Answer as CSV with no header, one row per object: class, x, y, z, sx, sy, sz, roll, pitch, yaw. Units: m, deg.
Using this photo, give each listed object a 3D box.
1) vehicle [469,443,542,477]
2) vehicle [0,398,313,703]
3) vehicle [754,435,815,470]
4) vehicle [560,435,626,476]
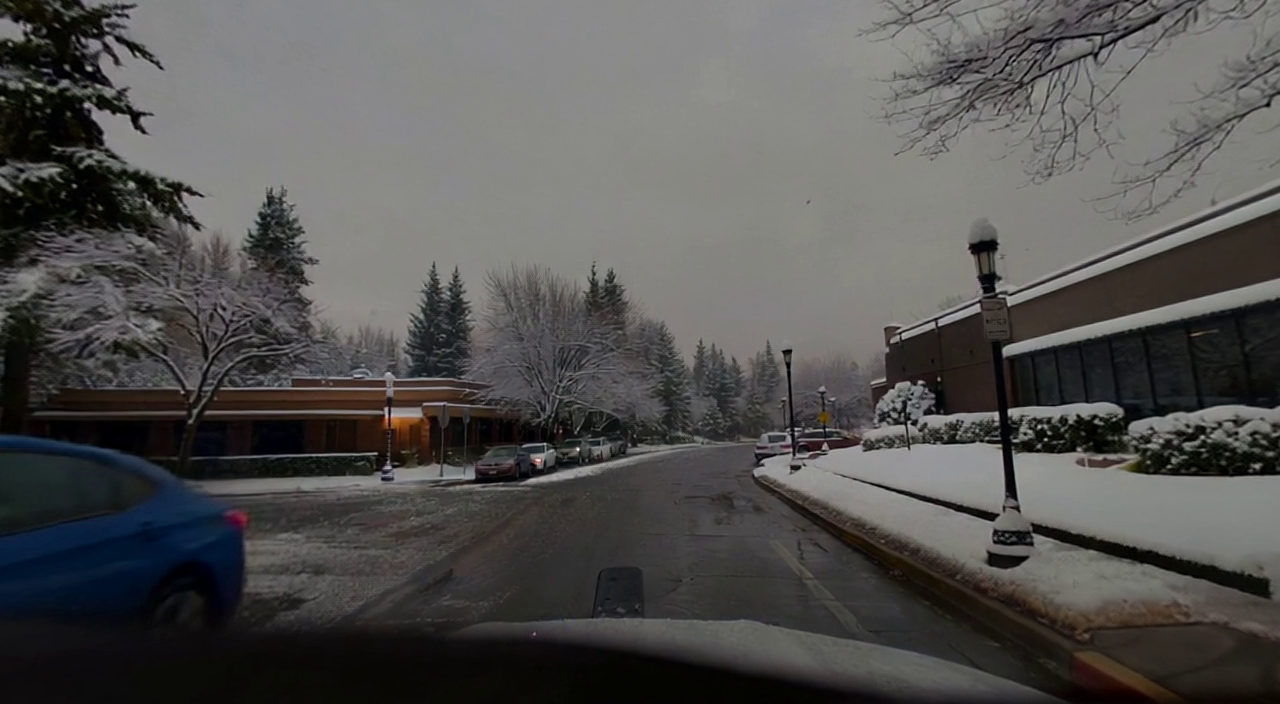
vehicle,-6.075,4.942,29.085,1.968,1.443,4.358,-1,-9,6
vehicle,-3.527,0.937,2.413,2.056,1.508,4.596,0,-9,1
vehicle,6.685,4.689,29.696,1.918,1.461,4.419,-1,-8,1
vehicle,-1.974,4.572,28.126,2.110,1.651,4.410,-1,-9,7
